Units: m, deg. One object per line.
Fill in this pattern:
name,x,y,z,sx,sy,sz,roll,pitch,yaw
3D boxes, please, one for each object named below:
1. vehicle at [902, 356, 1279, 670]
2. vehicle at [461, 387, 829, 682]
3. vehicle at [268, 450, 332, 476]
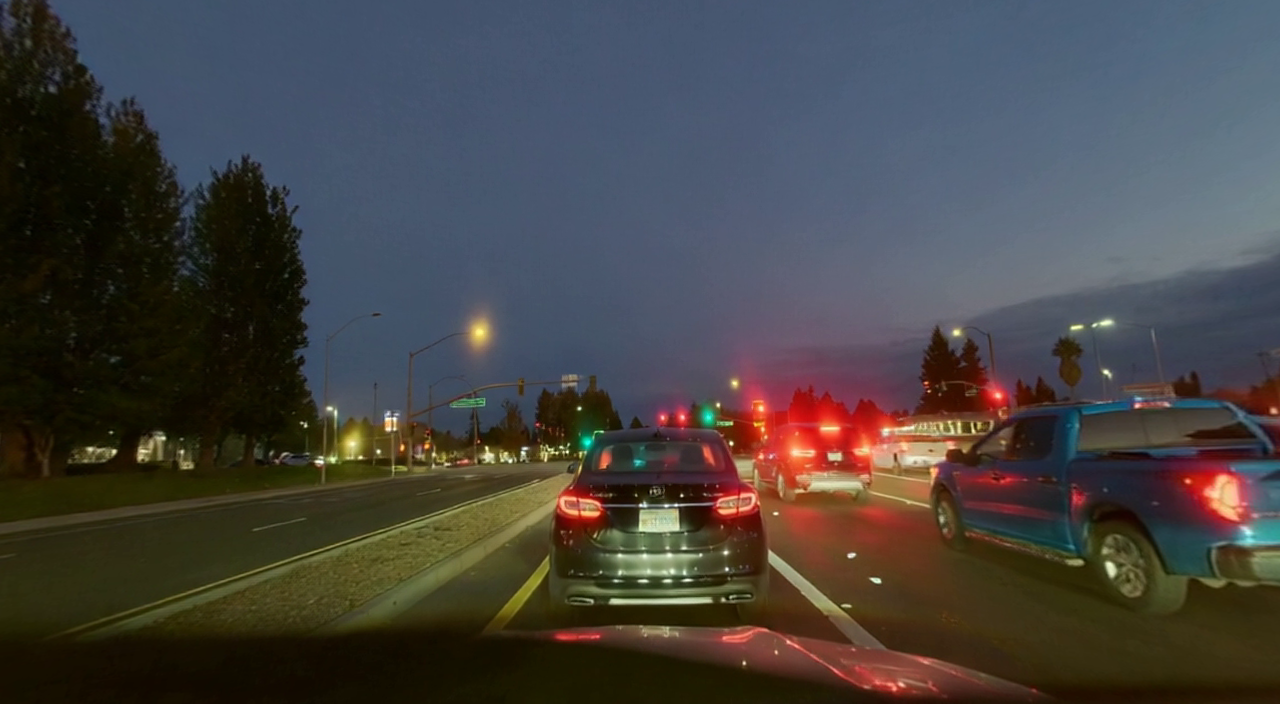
vehicle,4.534,1.248,6.014,2.019,1.803,4.634,0,-8,0
vehicle,-0.010,1.339,5.699,2.116,1.677,3.948,0,-8,-1
vehicle,-24.081,7.848,44.876,1.798,1.706,4.385,-1,-8,6
